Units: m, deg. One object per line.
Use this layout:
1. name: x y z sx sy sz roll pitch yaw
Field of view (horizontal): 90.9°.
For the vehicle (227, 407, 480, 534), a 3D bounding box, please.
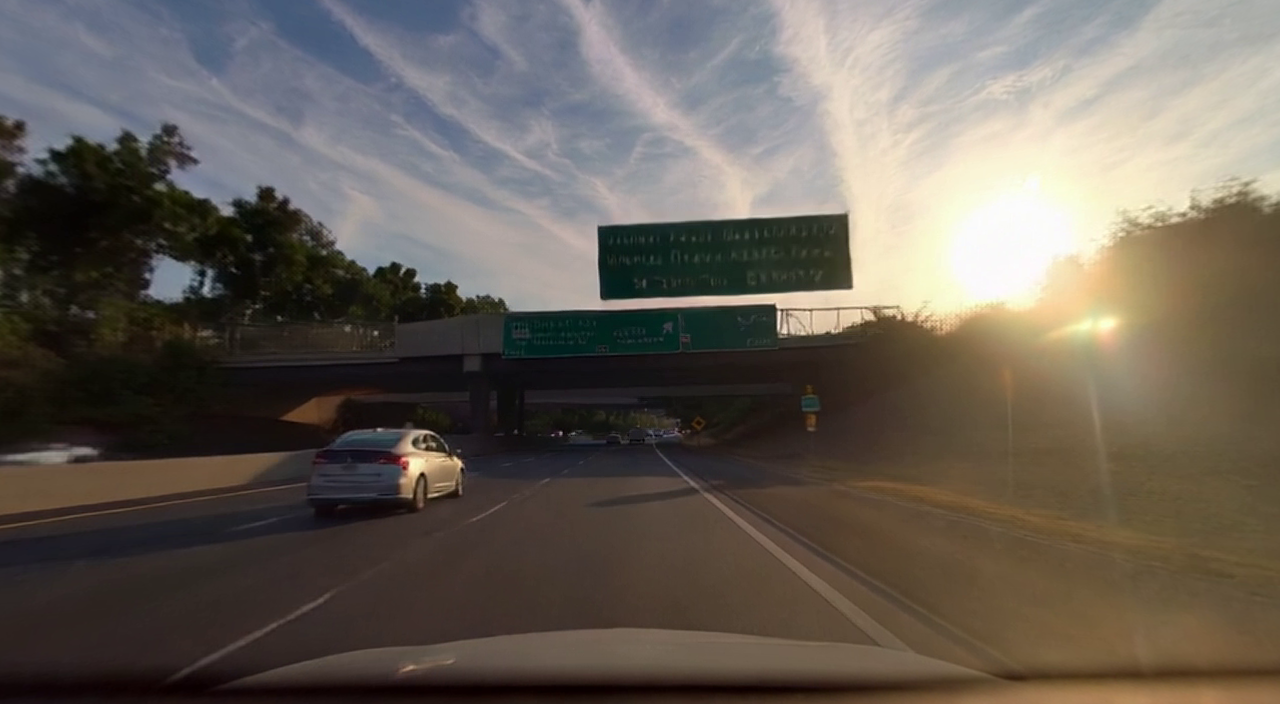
1. vehicle: -4.273 1.822 10.427 2.052 1.626 4.514 0 -8 0
